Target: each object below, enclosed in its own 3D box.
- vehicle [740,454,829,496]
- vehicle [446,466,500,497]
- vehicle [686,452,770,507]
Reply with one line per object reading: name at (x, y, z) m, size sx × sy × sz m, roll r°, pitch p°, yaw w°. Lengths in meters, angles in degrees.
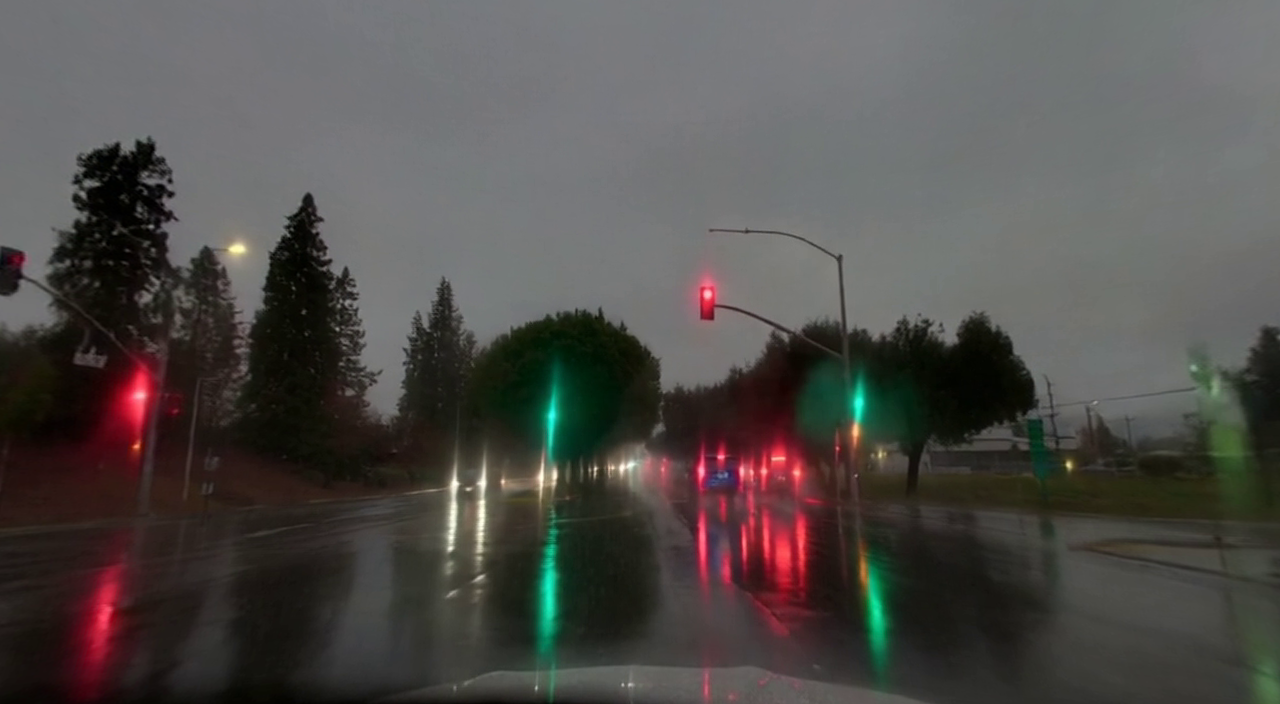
vehicle at (8.732, 7.529, 39.223) m, size 2.771 × 2.214 × 7.159 m, roll 2°, pitch -9°, yaw -10°
vehicle at (-8.980, 6.992, 34.312) m, size 1.818 × 1.397 × 4.026 m, roll 0°, pitch -9°, yaw 0°
vehicle at (2.933, 4.385, 22.256) m, size 2.140 × 1.655 × 4.786 m, roll 0°, pitch -9°, yaw -2°
